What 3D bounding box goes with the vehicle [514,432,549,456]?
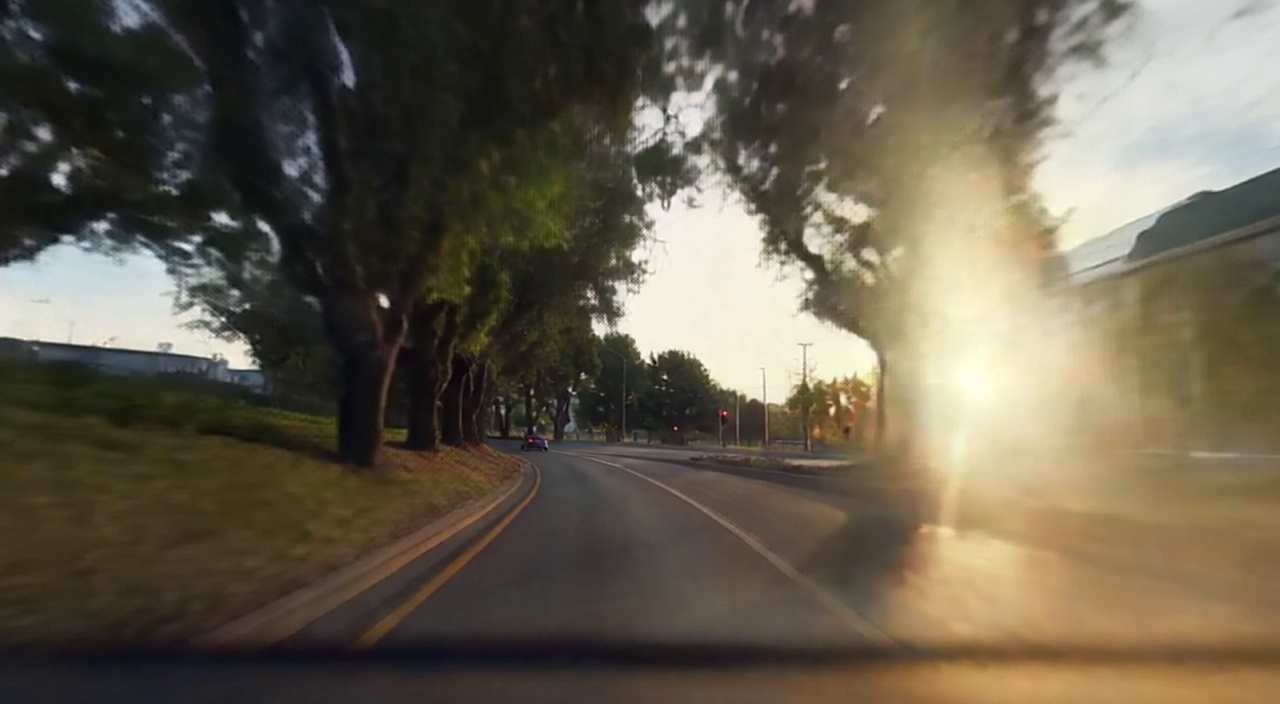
[{"bbox_3d":[-8.339,7.006,47.999,1.947,1.729,4.051,3,-9,-19],"label":"vehicle"}]
